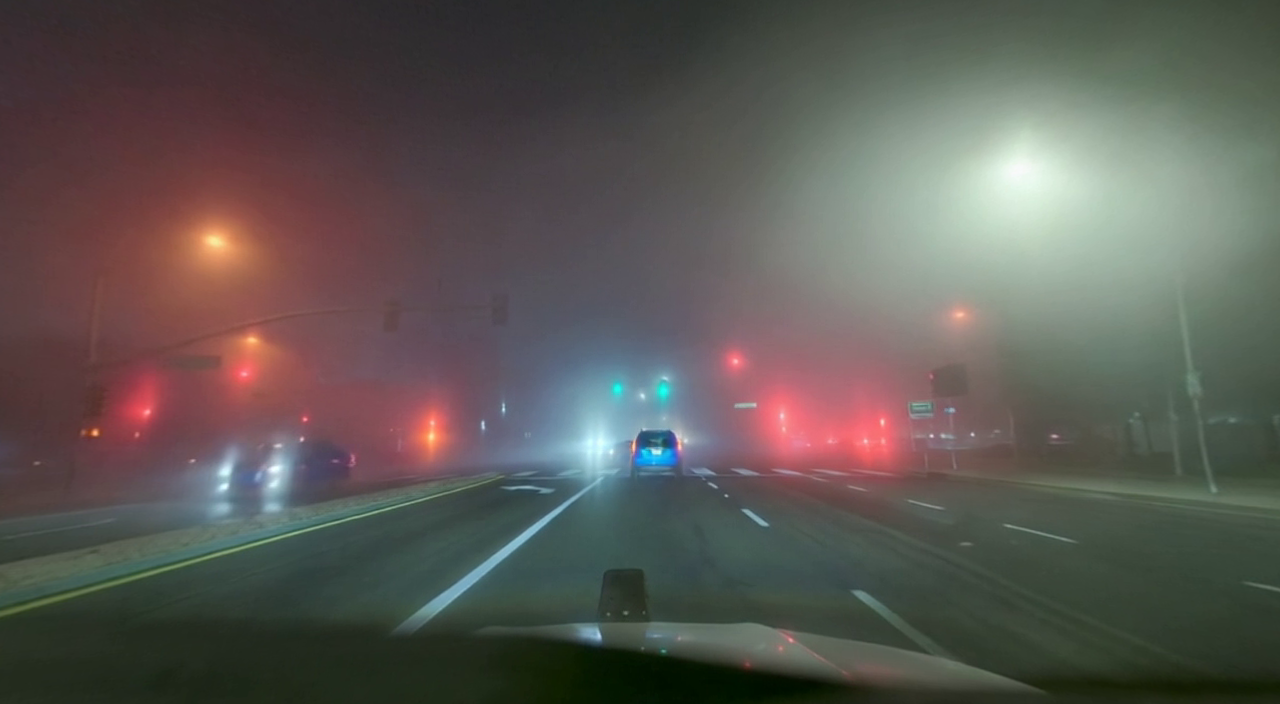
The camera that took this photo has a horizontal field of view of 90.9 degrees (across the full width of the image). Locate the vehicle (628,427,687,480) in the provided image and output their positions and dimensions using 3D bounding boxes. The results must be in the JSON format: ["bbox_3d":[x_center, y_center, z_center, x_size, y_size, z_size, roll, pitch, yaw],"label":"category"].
[{"bbox_3d":[0.616,3.744,23.497,1.994,1.759,4.186,0,-8,1],"label":"vehicle"}]

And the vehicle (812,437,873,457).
[{"bbox_3d":[15.273,7.217,47.714,3.963,1.480,1.774,-1,-8,3],"label":"vehicle"}]

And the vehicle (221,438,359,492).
[{"bbox_3d":[-12.023,3.885,22.084,1.954,1.673,4.460,-1,-8,6],"label":"vehicle"}]
